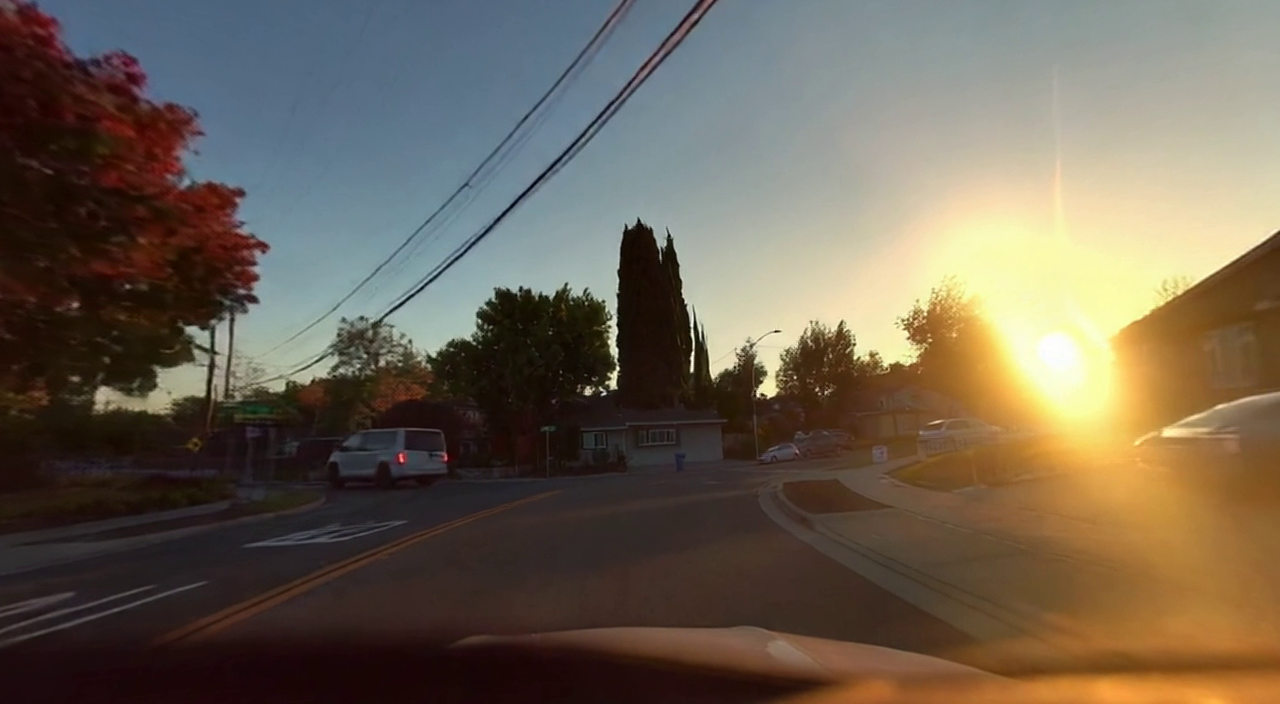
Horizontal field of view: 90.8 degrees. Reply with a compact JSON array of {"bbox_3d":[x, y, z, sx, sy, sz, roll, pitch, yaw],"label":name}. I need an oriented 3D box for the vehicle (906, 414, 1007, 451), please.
[{"bbox_3d":[19.433,5.028,39.007,2.056,2.014,5.011,7,-12,-40],"label":"vehicle"}]

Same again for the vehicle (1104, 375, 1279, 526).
[{"bbox_3d":[9.154,0.973,8.098,4.658,1.536,2.090,-8,-9,-2],"label":"vehicle"}]

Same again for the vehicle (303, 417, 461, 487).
[{"bbox_3d":[-12.663,4.839,30.875,7.559,3.058,2.929,-5,-10,29],"label":"vehicle"}]
